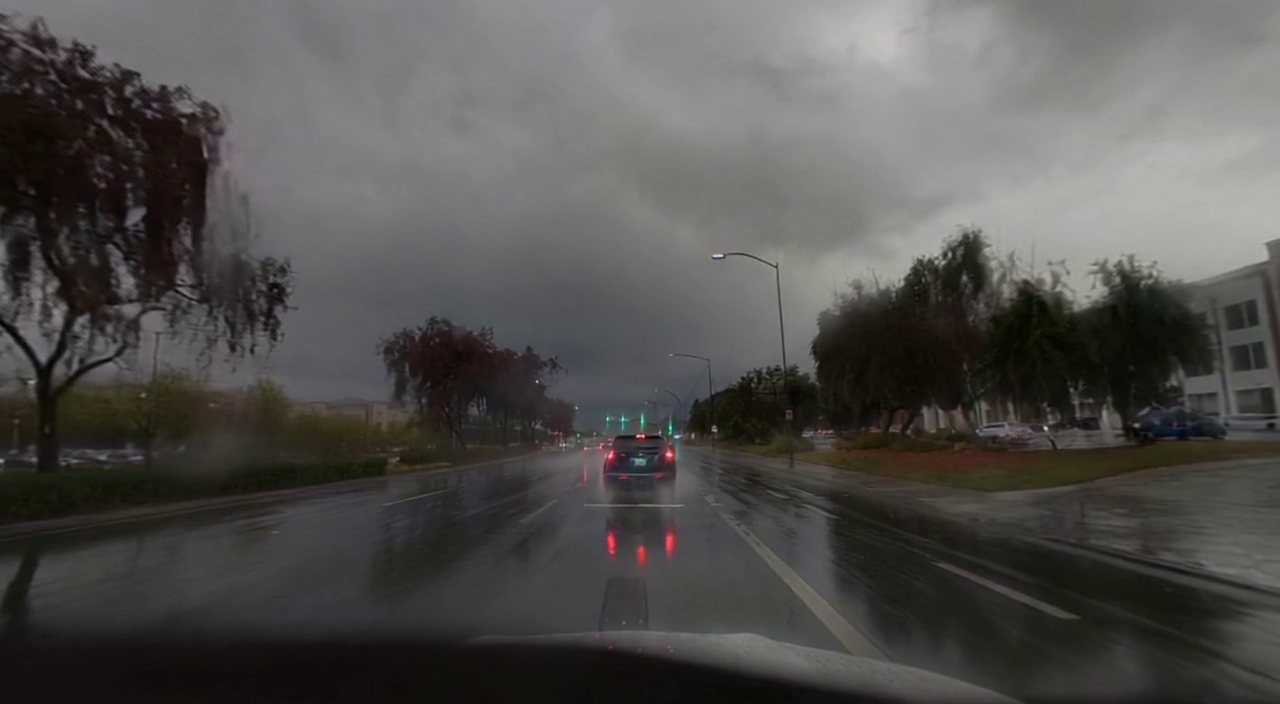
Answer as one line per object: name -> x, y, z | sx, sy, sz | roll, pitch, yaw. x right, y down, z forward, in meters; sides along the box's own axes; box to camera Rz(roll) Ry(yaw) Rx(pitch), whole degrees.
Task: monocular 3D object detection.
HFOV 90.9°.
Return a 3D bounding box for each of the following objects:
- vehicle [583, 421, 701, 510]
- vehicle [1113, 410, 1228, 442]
vehicle -> 0.057, 2.444, 13.975 | 2.199, 1.652, 4.101 | 0, -8, 1
vehicle -> 31.877, 4.507, 38.117 | 4.903, 1.767, 2.105 | -5, -10, 31
